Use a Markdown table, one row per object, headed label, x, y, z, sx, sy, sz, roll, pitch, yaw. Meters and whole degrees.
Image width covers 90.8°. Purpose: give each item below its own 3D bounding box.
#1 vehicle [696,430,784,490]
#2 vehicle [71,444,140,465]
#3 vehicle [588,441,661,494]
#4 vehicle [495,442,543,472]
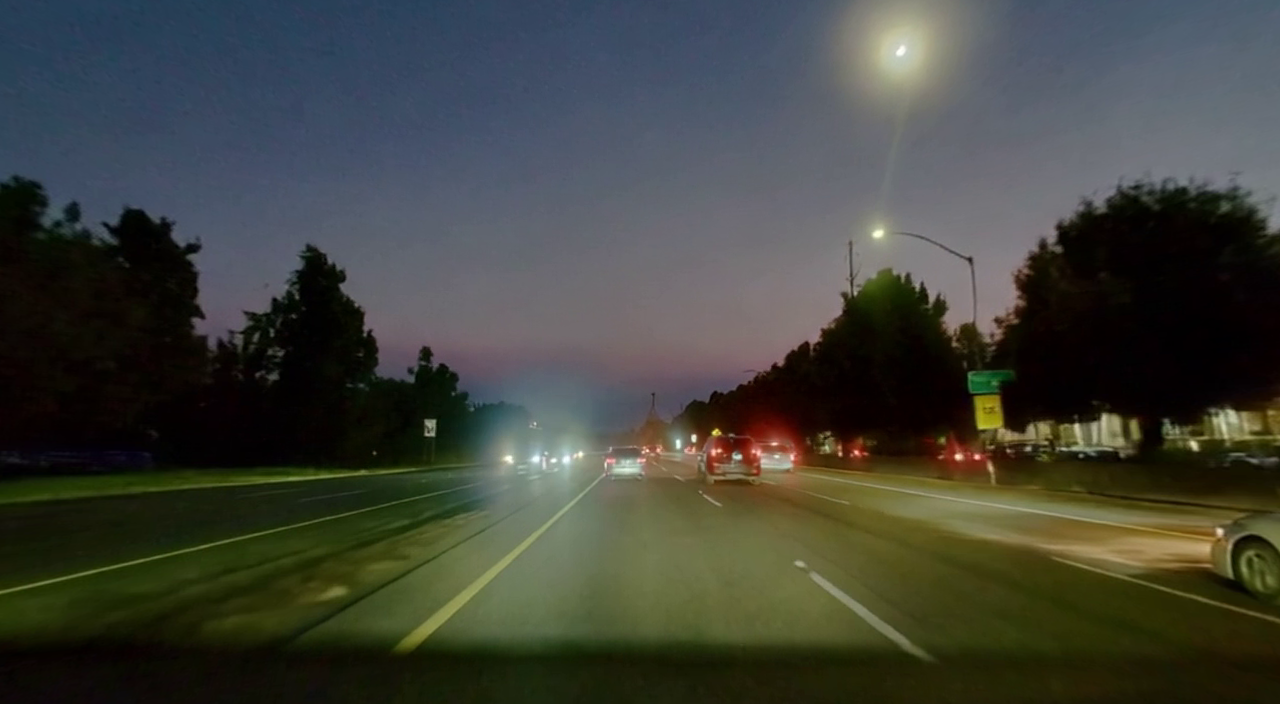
| label | x | y | z | sx | sy | sz | roll | pitch | yaw |
| --- | --- | --- | --- | --- | --- | --- | --- | --- | --- |
| vehicle | 3.298 | 3.677 | 21.854 | 2.186 | 1.842 | 4.553 | 0 | -9 | -2 |
| vehicle | -37.560 | 7.223 | 44.420 | 3.305 | 1.411 | 1.561 | 0 | -9 | -2 |
| vehicle | -0.433 | 3.511 | 19.528 | 2.040 | 1.451 | 3.736 | 0 | -9 | 0 |
| vehicle | -7.259 | 6.318 | 38.283 | 1.939 | 1.661 | 4.295 | 0 | -9 | 1 |
